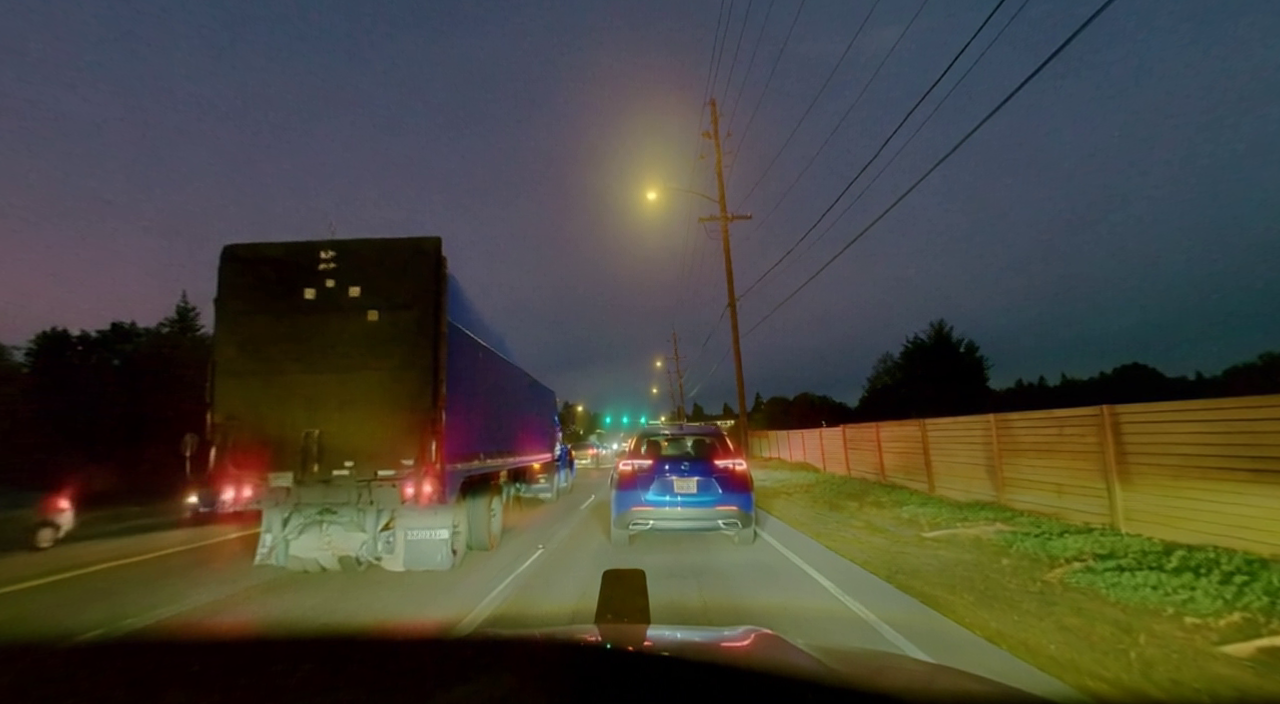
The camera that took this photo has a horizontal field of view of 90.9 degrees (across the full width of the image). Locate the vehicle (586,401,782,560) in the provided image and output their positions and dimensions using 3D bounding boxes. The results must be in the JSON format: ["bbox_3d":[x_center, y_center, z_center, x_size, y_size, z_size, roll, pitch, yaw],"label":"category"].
[{"bbox_3d":[0.464,1.738,9.126,2.174,1.749,4.113,0,-9,-1],"label":"vehicle"}]

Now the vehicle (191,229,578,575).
[{"bbox_3d":[-3.071,1.126,11.138,2.928,3.658,8.980,0,-9,1],"label":"vehicle"}]
